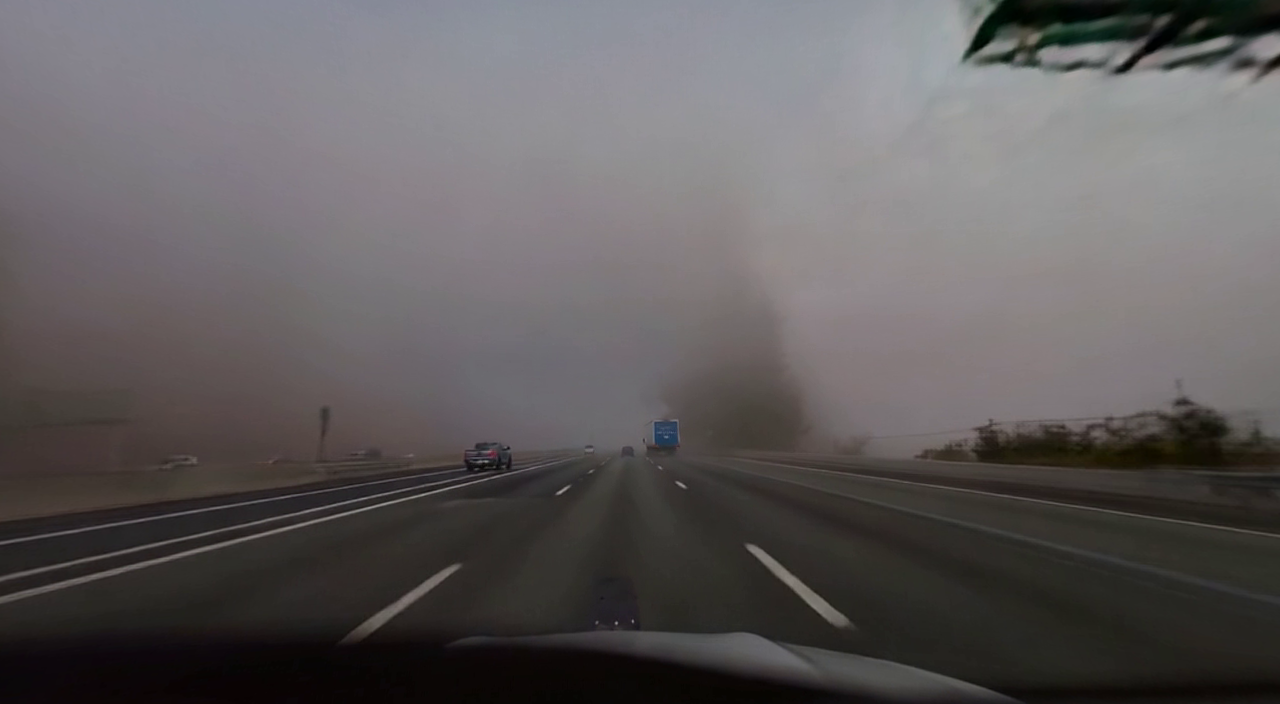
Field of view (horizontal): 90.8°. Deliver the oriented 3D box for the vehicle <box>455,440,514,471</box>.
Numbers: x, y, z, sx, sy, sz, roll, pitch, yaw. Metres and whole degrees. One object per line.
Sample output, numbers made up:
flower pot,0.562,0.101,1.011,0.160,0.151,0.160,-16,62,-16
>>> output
vehicle,-8.157,5.483,33.575,2.033,1.494,4.508,0,-9,0
